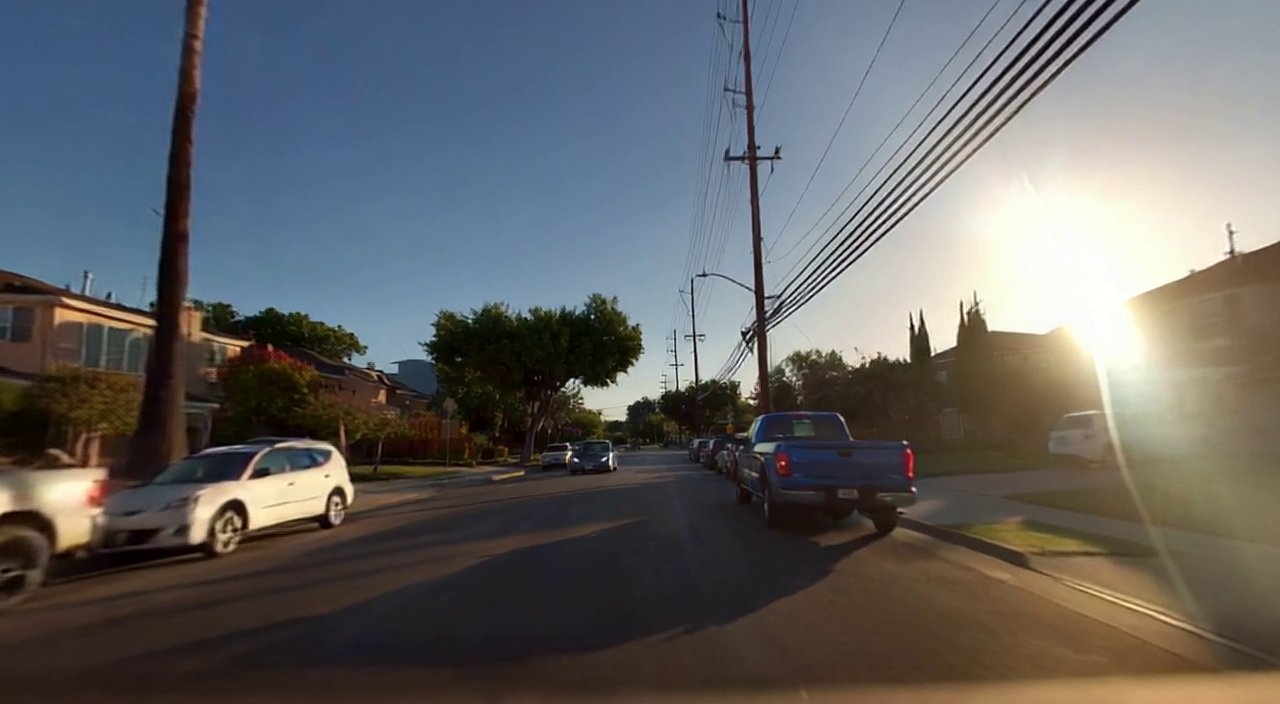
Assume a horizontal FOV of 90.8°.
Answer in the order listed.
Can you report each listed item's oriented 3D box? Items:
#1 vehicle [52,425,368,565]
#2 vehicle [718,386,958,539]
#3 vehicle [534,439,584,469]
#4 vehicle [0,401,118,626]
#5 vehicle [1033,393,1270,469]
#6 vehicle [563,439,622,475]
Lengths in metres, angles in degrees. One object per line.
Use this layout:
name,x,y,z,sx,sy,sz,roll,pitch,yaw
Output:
vehicle,-6.547,2.180,10.454,1.930,1.784,4.474,0,-8,2
vehicle,3.012,1.934,11.683,2.437,2.015,6.511,0,-8,1
vehicle,-5.098,6.495,40.359,2.226,1.768,4.780,-1,-8,4
vehicle,-6.739,1.225,4.275,2.252,1.944,4.714,0,-8,1
vehicle,14.340,2.275,17.975,4.778,1.903,2.205,-1,-8,-1
vehicle,-2.134,4.889,29.699,2.213,1.548,4.370,-1,-8,3
